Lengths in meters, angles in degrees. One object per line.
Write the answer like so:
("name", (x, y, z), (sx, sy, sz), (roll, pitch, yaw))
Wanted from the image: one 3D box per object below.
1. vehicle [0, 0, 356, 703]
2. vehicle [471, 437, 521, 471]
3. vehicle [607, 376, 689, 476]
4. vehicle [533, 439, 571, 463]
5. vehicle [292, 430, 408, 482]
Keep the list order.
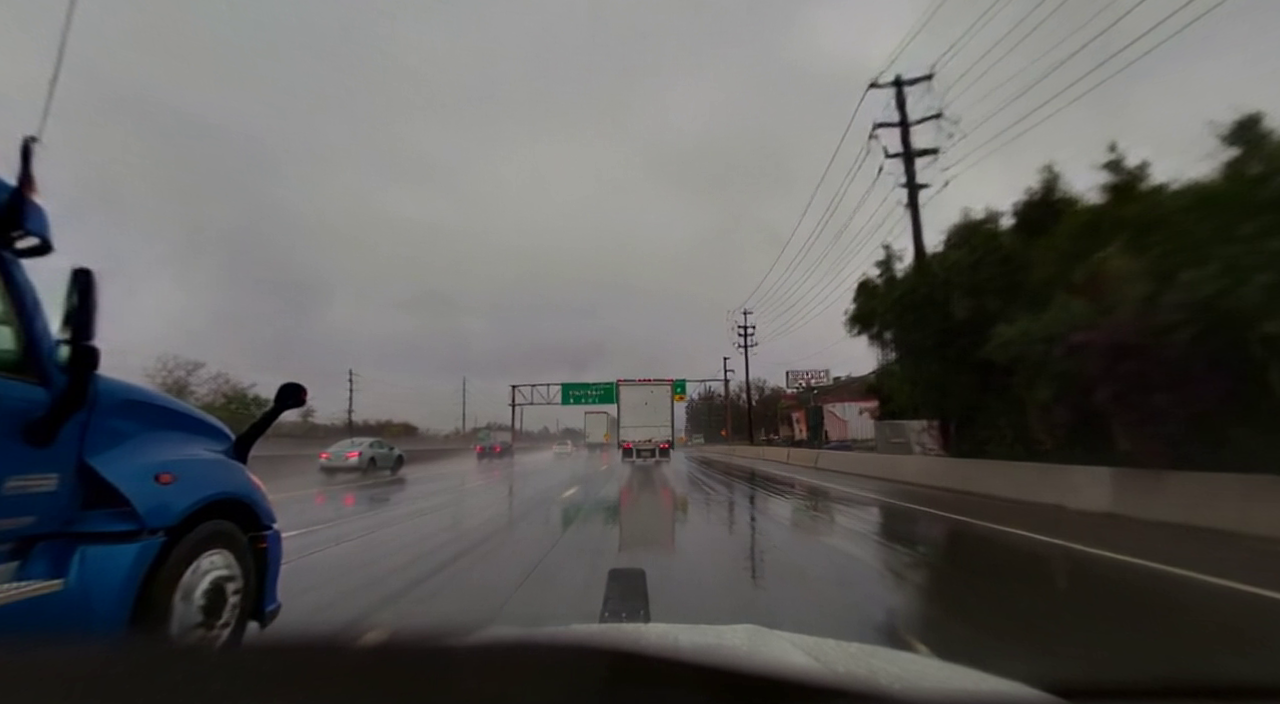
("vehicle", (-4.077, -0.177, 0.917), (3.061, 3.891, 8.658), (0, -9, 1))
("vehicle", (-6.994, 4.994, 30.926), (1.736, 1.580, 2.778), (0, -9, 0))
("vehicle", (0.250, 3.396, 27.631), (2.941, 3.604, 9.851), (0, -9, -1))
("vehicle", (-5.692, 6.450, 41.115), (1.933, 1.459, 4.478), (0, -9, -1))
("vehicle", (-10.871, 3.933, 24.126), (2.046, 1.779, 4.752), (0, -9, 1))
